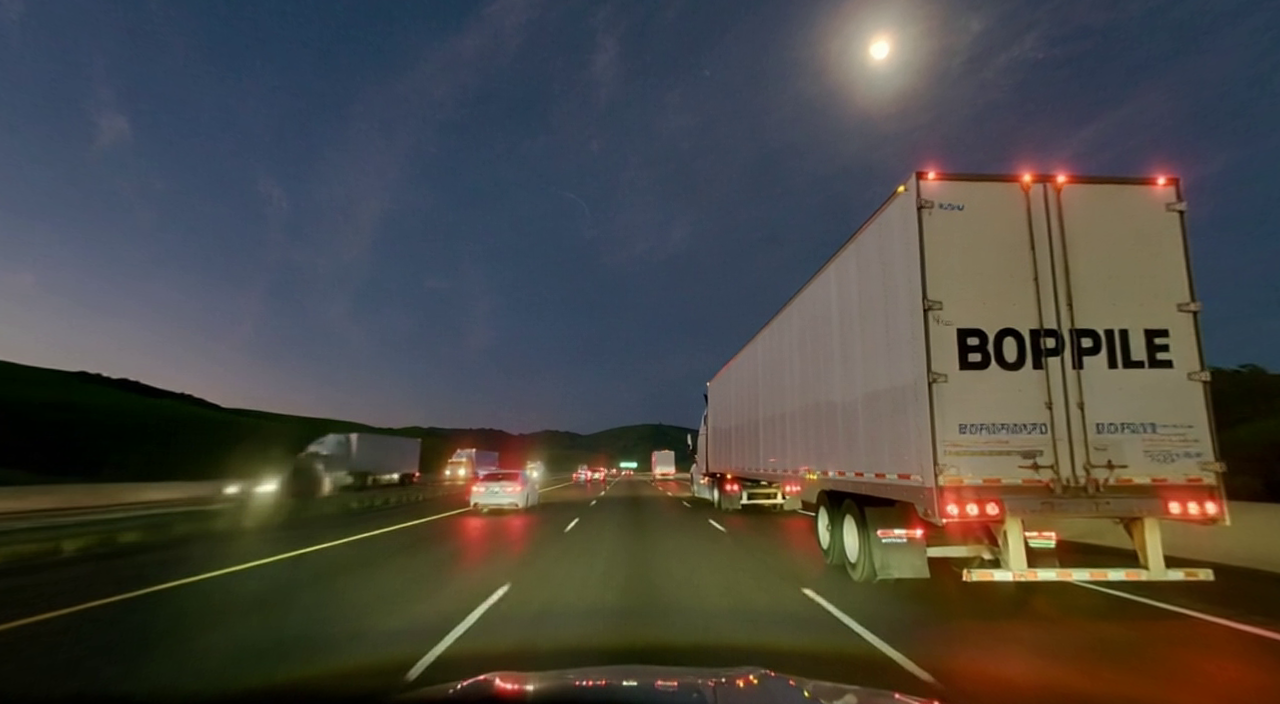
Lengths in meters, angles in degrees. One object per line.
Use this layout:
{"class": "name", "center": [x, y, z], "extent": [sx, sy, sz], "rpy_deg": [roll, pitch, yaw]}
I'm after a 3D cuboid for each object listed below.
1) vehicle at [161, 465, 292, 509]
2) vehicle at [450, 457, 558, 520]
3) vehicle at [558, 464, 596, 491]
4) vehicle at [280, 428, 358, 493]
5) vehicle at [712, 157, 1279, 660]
{"class": "vehicle", "center": [-15.529, 5.086, 24.010], "extent": [1.995, 1.485, 4.370], "rpy_deg": [1, -11, 0]}
{"class": "vehicle", "center": [-3.792, 3.947, 18.588], "extent": [2.088, 1.566, 4.853], "rpy_deg": [1, -11, 0]}
{"class": "vehicle", "center": [-4.051, 8.185, 41.225], "extent": [2.063, 1.671, 4.197], "rpy_deg": [1, -11, 0]}
{"class": "vehicle", "center": [-19.918, 6.798, 39.321], "extent": [2.987, 3.793, 3.084], "rpy_deg": [1, -11, -1]}
{"class": "vehicle", "center": [3.761, 1.609, 12.033], "extent": [2.839, 4.062, 14.051], "rpy_deg": [1, -11, -1]}
